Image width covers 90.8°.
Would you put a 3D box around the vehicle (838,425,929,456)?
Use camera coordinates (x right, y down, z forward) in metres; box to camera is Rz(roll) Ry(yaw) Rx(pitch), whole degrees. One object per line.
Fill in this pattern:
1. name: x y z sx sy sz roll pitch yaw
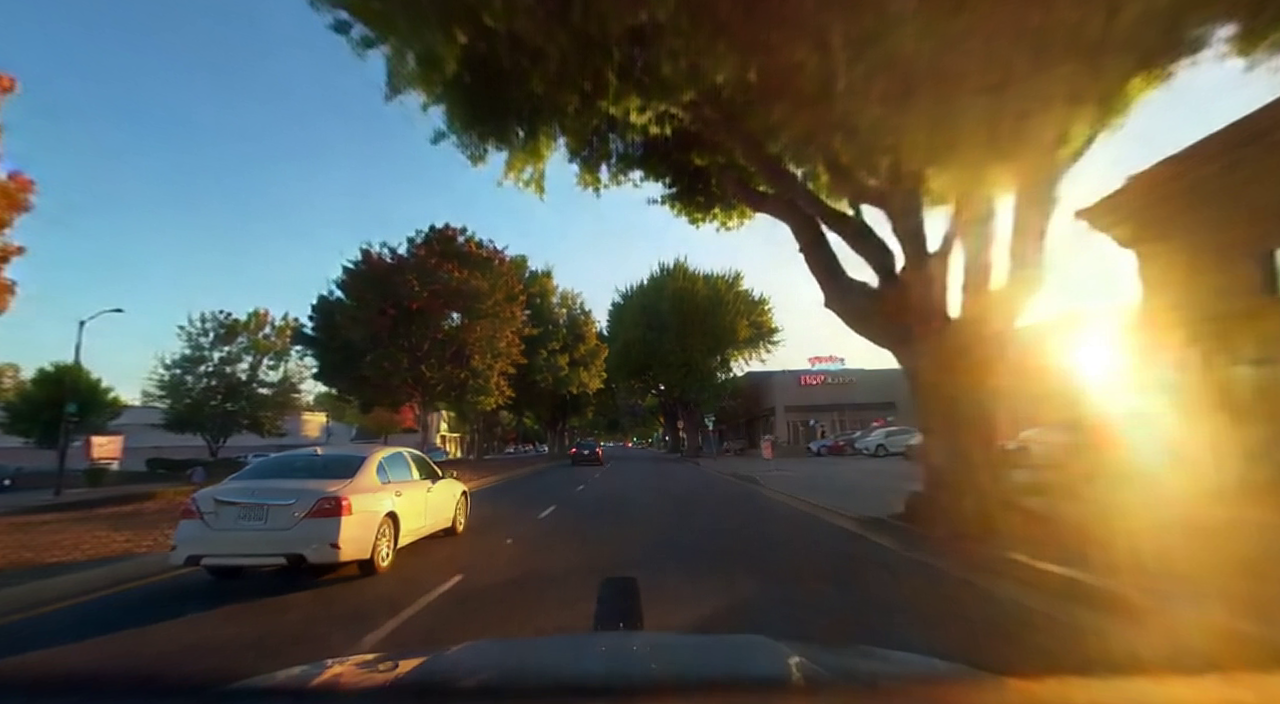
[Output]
1. vehicle: 13.364 4.904 34.881 4.165 1.650 1.946 0 -9 -2

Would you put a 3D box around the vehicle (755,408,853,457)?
1. vehicle: 12.340 6.130 47.971 6.427 3.417 2.845 -1 -8 -2

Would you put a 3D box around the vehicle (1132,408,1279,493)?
1. vehicle: 13.292 1.948 13.035 4.697 1.518 1.990 -2 -9 -5

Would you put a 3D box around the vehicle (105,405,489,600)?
1. vehicle: -3.505 1.640 7.780 2.126 1.655 4.560 0 -9 0

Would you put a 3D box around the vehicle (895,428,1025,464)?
1. vehicle: 13.485 3.991 26.773 4.470 1.427 1.872 0 -9 -3

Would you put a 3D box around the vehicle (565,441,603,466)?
1. vehicle: -3.412 6.292 39.229 1.955 1.461 4.396 0 -9 -1
